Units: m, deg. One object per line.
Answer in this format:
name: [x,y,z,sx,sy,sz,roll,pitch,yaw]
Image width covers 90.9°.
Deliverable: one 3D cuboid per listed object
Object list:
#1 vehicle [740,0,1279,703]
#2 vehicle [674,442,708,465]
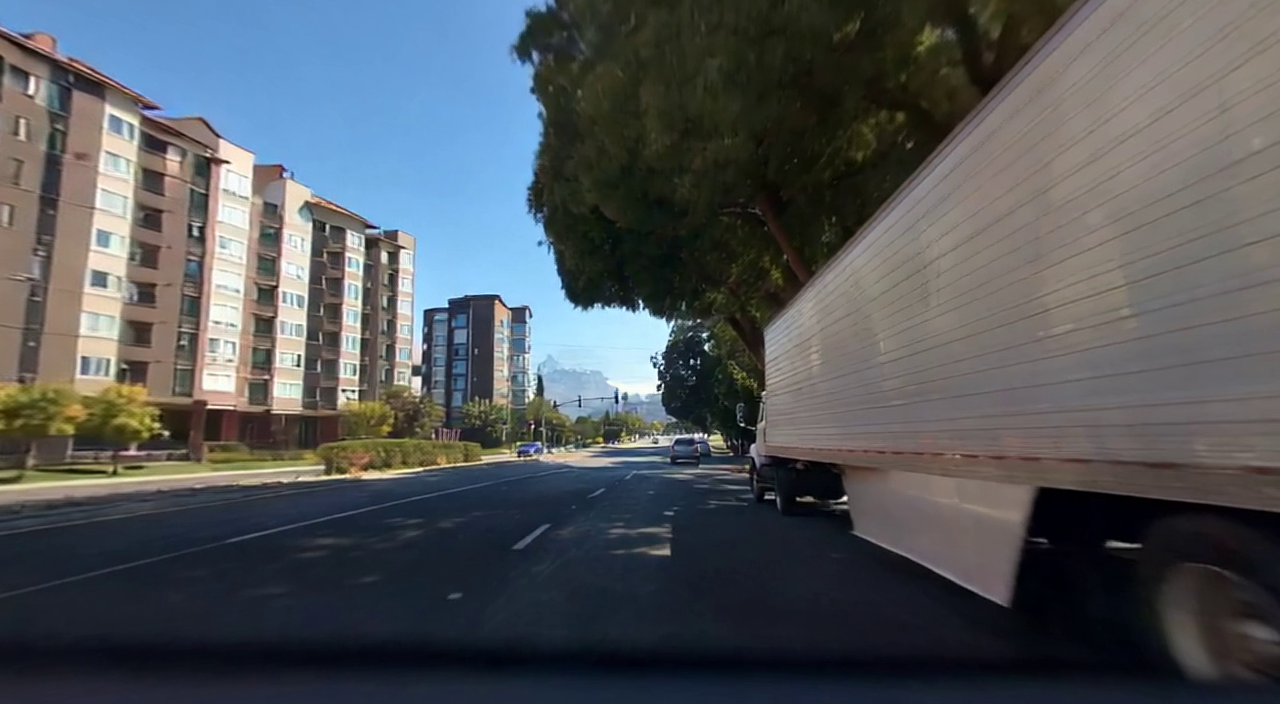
vehicle: [3.764,0.466,7.782,3.157,3.982,13.307,0,-8,1]
vehicle: [3.405,6.646,41.443,1.871,1.370,4.206,-2,-8,9]
